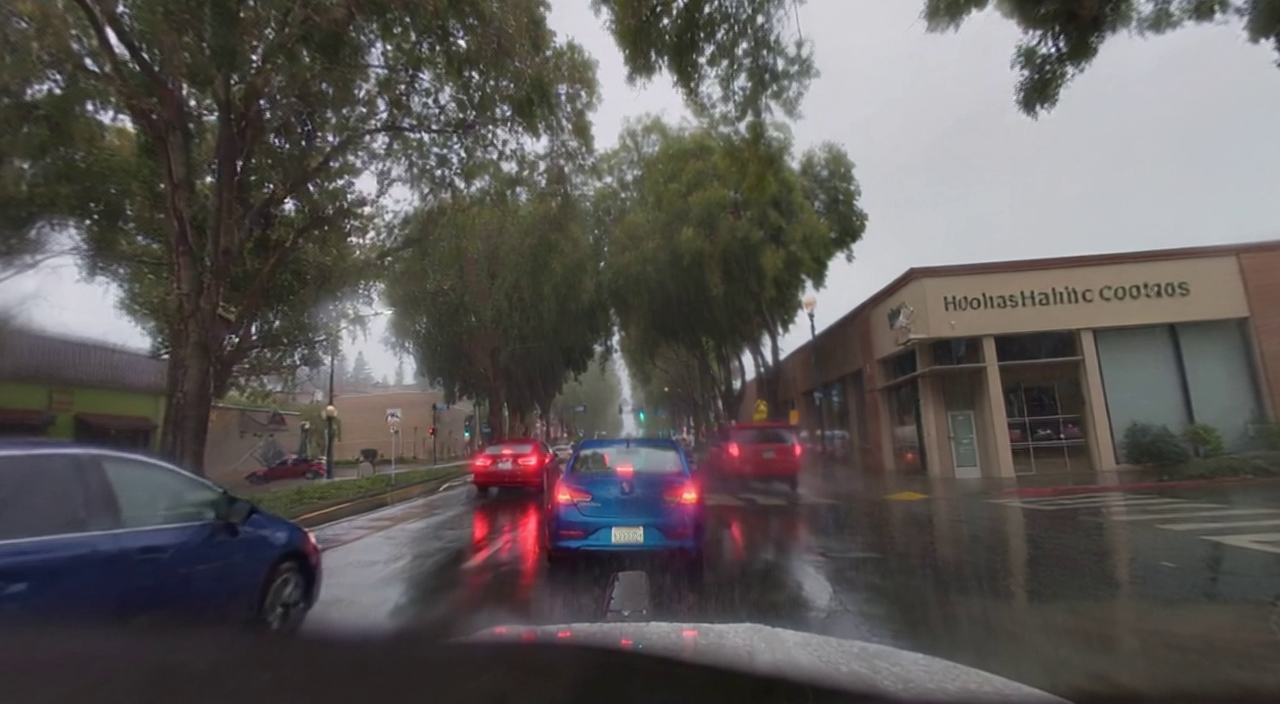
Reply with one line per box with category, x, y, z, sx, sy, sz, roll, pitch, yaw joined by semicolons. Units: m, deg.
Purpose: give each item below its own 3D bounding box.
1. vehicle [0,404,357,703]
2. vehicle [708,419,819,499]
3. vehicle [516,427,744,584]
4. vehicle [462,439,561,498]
vehicle;-3.356;1.012;2.868;2.029;1.456;4.414;0;-9;1
vehicle;3.329;3.018;18.071;2.152;1.987;4.527;0;-9;-2
vehicle;-0.115;1.769;8.091;2.160;1.482;4.037;0;-9;-1
vehicle;-3.484;3.237;17.898;1.905;1.473;4.016;0;-9;1
